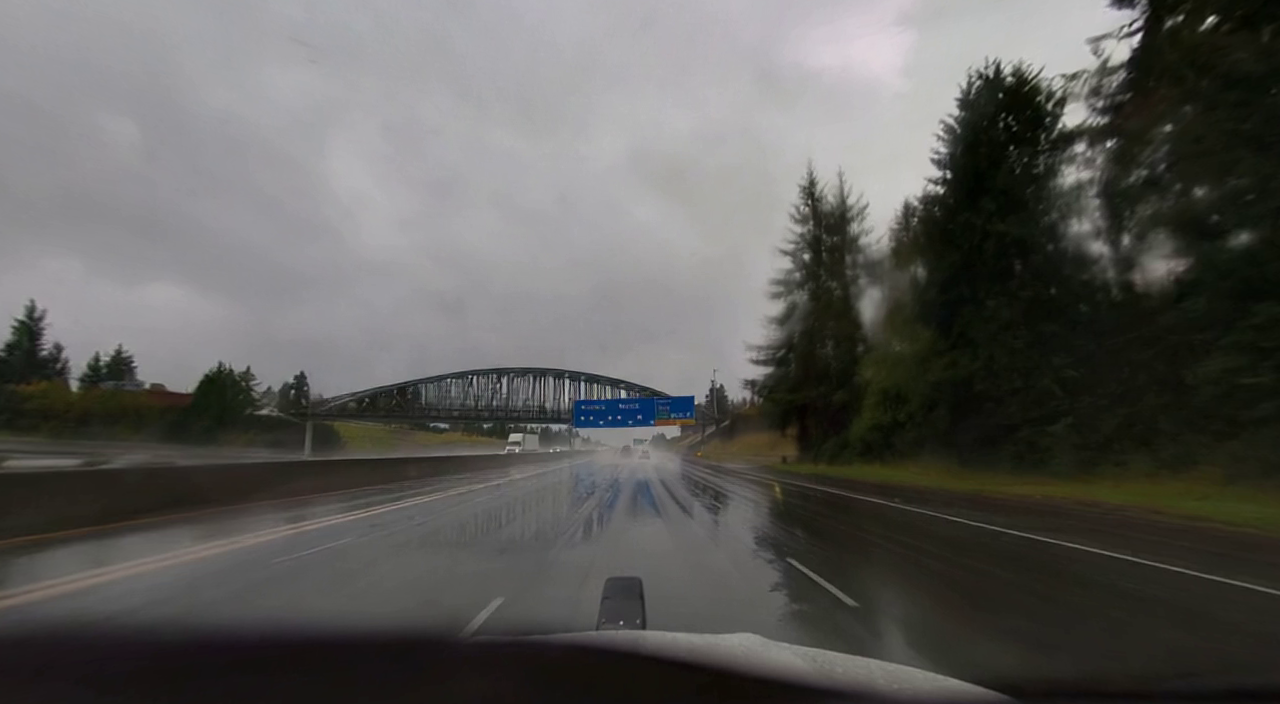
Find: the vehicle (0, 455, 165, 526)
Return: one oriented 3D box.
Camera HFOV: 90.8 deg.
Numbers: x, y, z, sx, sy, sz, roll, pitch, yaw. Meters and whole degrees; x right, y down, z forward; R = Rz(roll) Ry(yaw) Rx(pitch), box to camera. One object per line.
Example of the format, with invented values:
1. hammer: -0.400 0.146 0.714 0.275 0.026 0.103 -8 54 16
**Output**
1. vehicle: -14.952 3.429 16.182 1.836 1.495 4.668 0 -9 0
